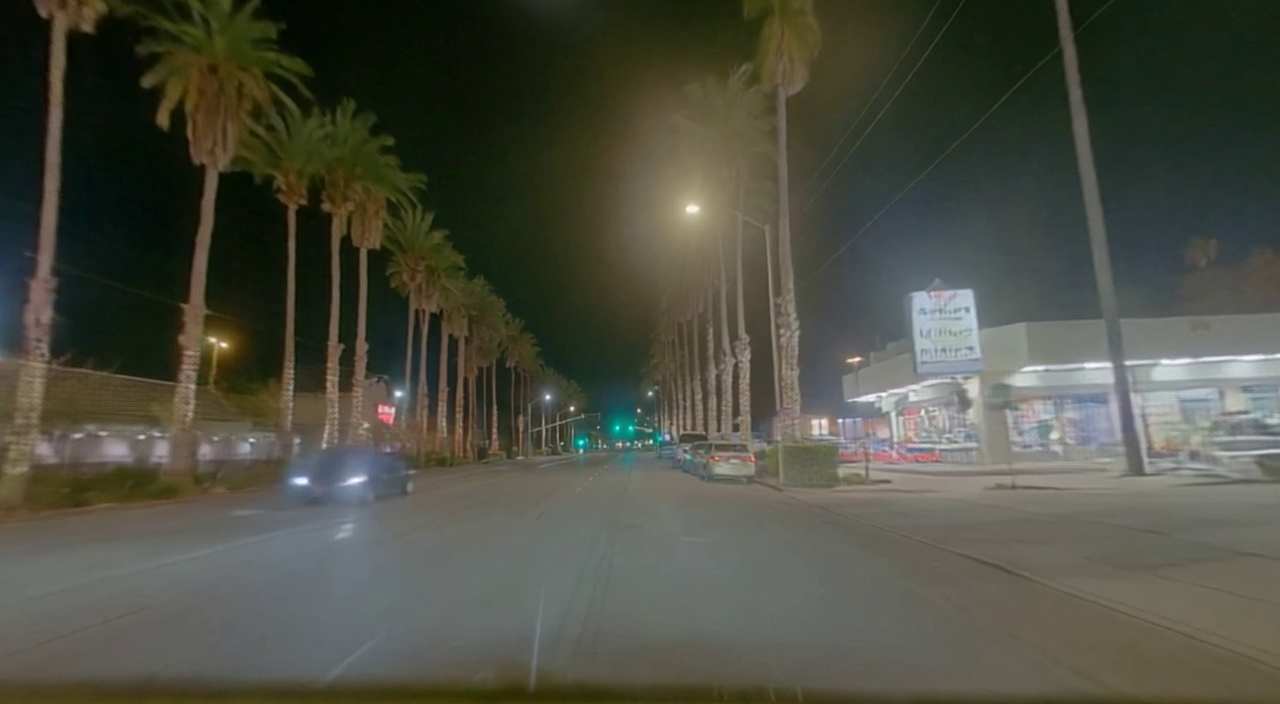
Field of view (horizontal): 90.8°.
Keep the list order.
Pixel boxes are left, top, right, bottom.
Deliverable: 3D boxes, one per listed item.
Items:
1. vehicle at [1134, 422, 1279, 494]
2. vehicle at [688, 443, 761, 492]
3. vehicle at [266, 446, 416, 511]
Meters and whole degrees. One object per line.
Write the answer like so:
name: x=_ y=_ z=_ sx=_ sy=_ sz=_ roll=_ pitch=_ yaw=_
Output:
vehicle: x=14.826 y=2.452 z=14.736 sx=4.793 sy=1.537 sz=2.105 roll=0 pitch=-9 yaw=-1
vehicle: x=2.963 y=4.190 z=23.239 sx=2.046 sy=1.588 sz=4.508 roll=0 pitch=-9 yaw=0
vehicle: x=-7.680 y=3.253 z=16.769 sx=1.923 sy=1.485 sz=4.186 roll=0 pitch=-9 yaw=0
